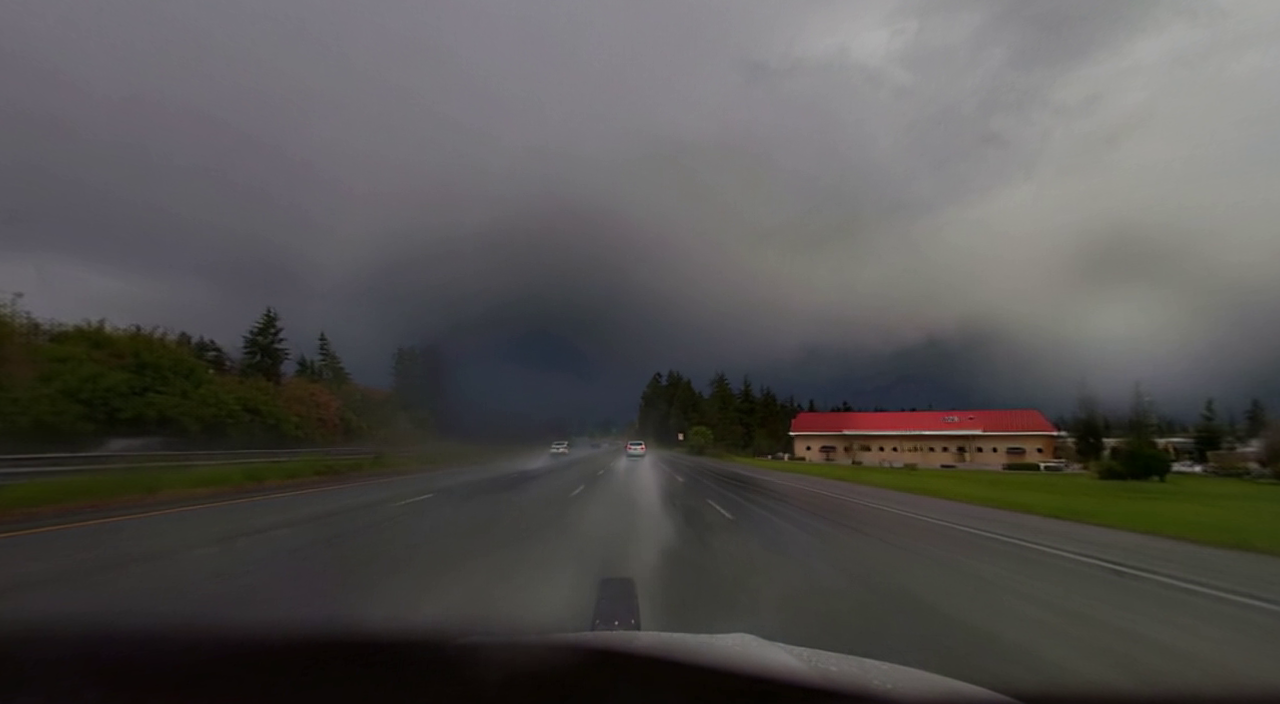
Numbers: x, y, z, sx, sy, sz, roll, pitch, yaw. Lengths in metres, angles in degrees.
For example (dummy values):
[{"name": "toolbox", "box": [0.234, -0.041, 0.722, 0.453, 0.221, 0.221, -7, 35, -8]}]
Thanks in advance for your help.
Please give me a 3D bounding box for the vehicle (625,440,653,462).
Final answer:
[{"name": "vehicle", "box": [-0.098, 7.754, 49.544, 2.073, 1.635, 4.195, 0, -9, 0]}]
